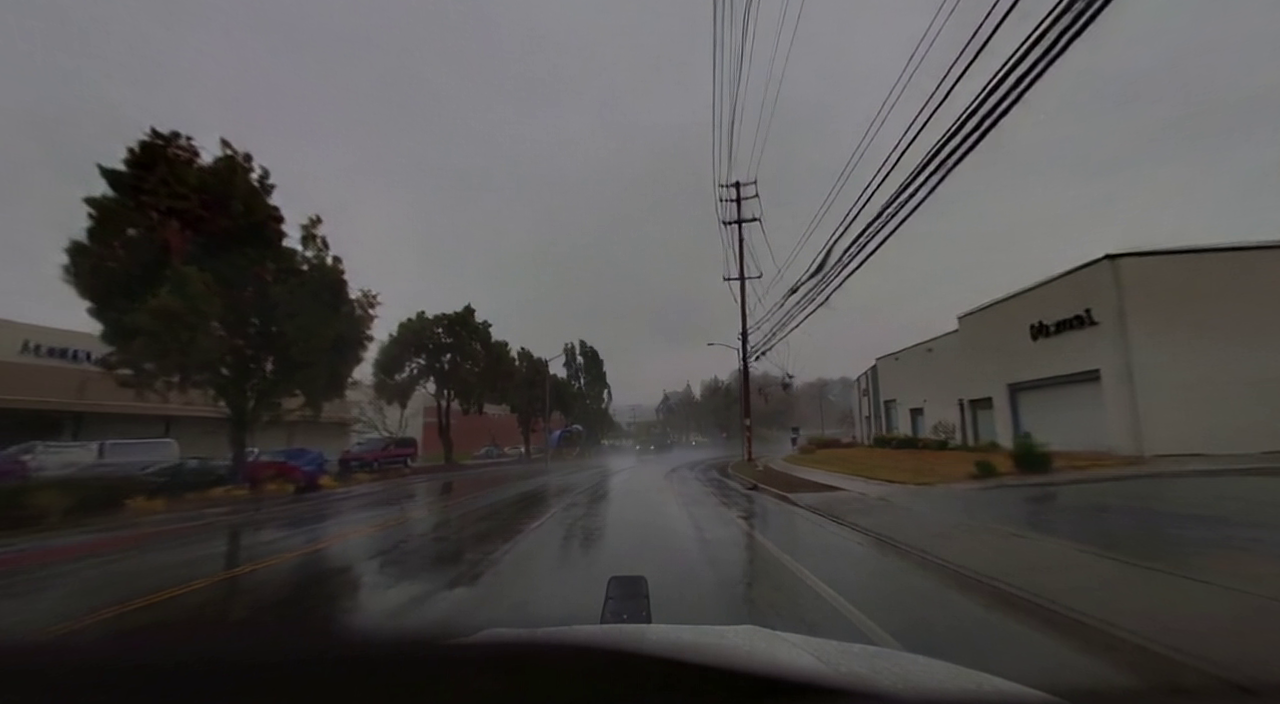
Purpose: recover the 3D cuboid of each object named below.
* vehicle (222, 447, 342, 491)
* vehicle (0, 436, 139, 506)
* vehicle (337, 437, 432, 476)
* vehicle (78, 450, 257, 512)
[{"bbox_3d":[-14.169,4.617,25.337,2.070,1.577,4.652,0,-8,1],"label":"vehicle"},{"bbox_3d":[-19.753,3.810,20.614,2.099,2.038,5.624,0,-8,0],"label":"vehicle"},{"bbox_3d":[-15.460,6.424,38.722,2.502,2.113,6.488,-1,-10,6],"label":"vehicle"},{"bbox_3d":[-14.523,3.945,19.804,2.122,1.440,4.601,-4,-8,0],"label":"vehicle"}]
